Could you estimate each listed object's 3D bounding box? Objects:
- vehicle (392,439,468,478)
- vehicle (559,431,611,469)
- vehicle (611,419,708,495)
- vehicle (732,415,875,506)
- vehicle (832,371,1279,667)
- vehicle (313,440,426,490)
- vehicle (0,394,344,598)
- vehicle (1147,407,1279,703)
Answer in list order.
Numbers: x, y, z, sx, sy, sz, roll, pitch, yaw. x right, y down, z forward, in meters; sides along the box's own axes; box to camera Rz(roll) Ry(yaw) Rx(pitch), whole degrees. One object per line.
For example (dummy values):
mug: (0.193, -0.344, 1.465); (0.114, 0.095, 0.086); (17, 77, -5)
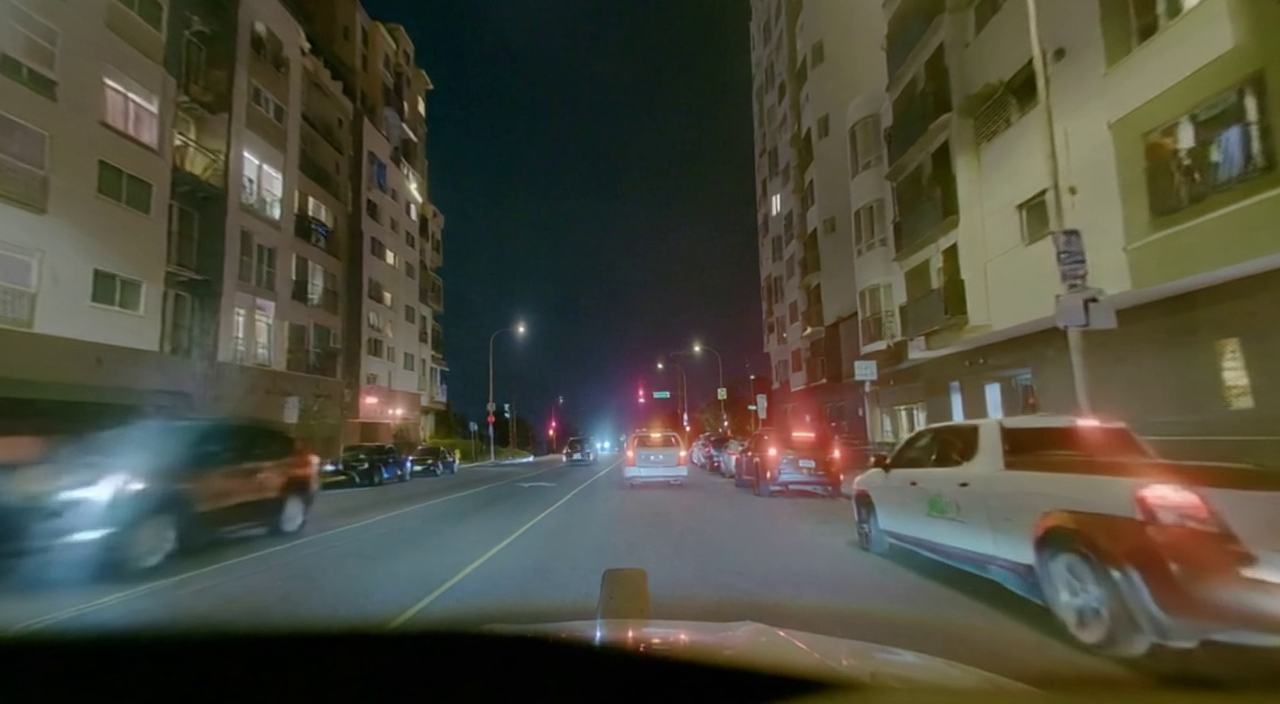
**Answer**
vehicle: (-9.279, 4.739, 28.255); (1.955, 1.555, 4.424); (0, -9, -1)
vehicle: (-2.649, 4.850, 31.315); (2.219, 1.746, 4.197); (0, -9, 0)
vehicle: (0.486, 2.767, 16.791); (2.261, 1.740, 4.065); (0, -9, 1)
vehicle: (3.675, 2.564, 15.214); (2.158, 1.828, 4.573); (0, -9, -1)
vehicle: (3.673, 1.328, 6.117); (2.076, 1.722, 4.721); (0, -9, -1)
vehicle: (-9.309, 3.915, 22.173); (2.002, 1.546, 4.339); (0, -9, 1)
vehicle: (-6.225, 1.675, 8.202); (2.345, 1.831, 4.828); (0, -9, 0)
vehicle: (3.548, 0.709, 0.897); (2.033, 1.470, 4.502); (-1, -9, 3)
